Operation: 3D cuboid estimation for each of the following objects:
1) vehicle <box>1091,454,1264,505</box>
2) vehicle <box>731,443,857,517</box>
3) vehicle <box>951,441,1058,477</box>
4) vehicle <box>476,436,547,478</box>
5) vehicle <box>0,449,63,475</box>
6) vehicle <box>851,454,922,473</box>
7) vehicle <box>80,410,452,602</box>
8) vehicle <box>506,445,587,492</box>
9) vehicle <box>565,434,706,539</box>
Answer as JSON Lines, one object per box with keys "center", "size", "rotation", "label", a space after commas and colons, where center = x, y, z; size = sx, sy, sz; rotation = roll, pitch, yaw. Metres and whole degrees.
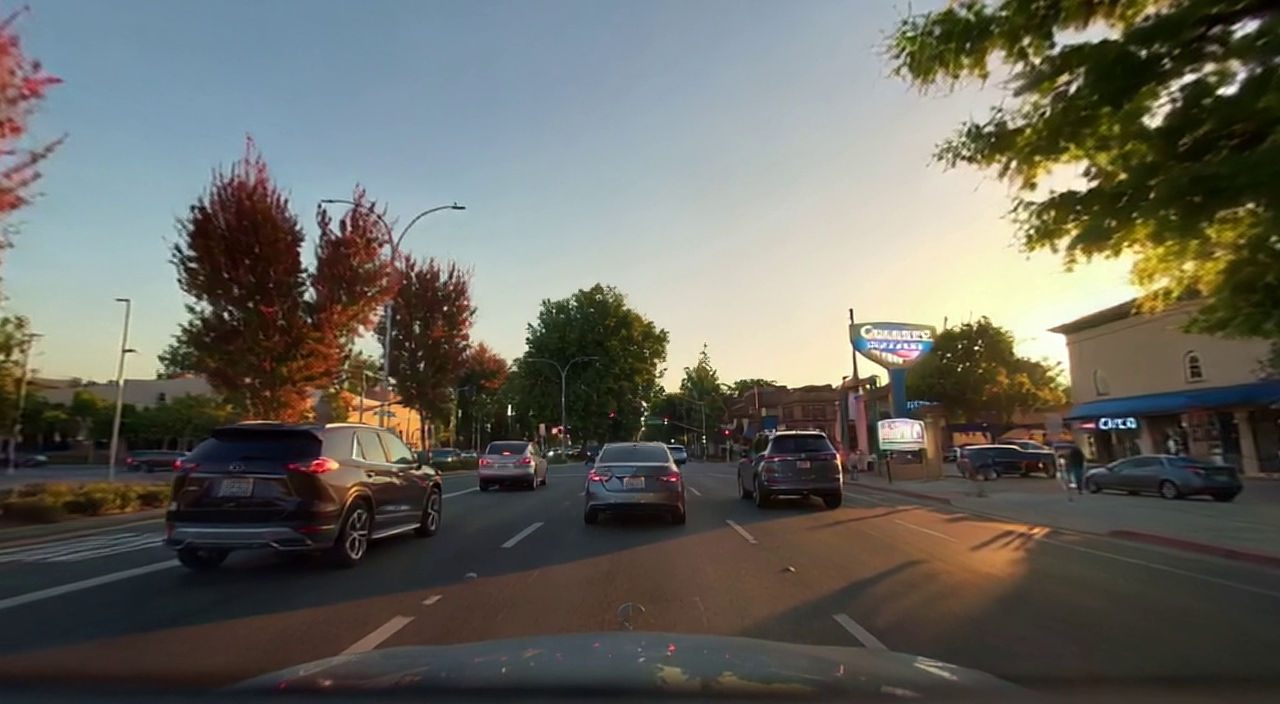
{"center": [17.351, 4.092, 20.735], "size": [1.860, 1.408, 4.631], "rotation": [-1, -8, 4], "label": "vehicle"}
{"center": [3.448, 2.927, 14.990], "size": [1.979, 1.485, 4.207], "rotation": [0, -8, 1], "label": "vehicle"}
{"center": [18.007, 5.273, 31.343], "size": [1.907, 1.669, 4.147], "rotation": [5, -10, -28], "label": "vehicle"}
{"center": [-6.709, 5.575, 33.787], "size": [2.321, 2.013, 5.640], "rotation": [0, -8, 3], "label": "vehicle"}
{"center": [-47.344, 8.311, 47.659], "size": [4.989, 1.852, 2.136], "rotation": [5, -10, -30], "label": "vehicle"}
{"center": [19.361, 8.773, 49.638], "size": [4.795, 1.457, 1.986], "rotation": [0, -9, 4], "label": "vehicle"}
{"center": [-3.933, 1.660, 7.662], "size": [1.983, 1.685, 3.997], "rotation": [0, -8, 1], "label": "vehicle"}
{"center": [-3.189, 4.064, 22.422], "size": [2.126, 1.490, 4.265], "rotation": [0, -8, 2], "label": "vehicle"}
{"center": [-0.068, 2.327, 11.534], "size": [2.121, 1.563, 4.031], "rotation": [0, -8, 0], "label": "vehicle"}
